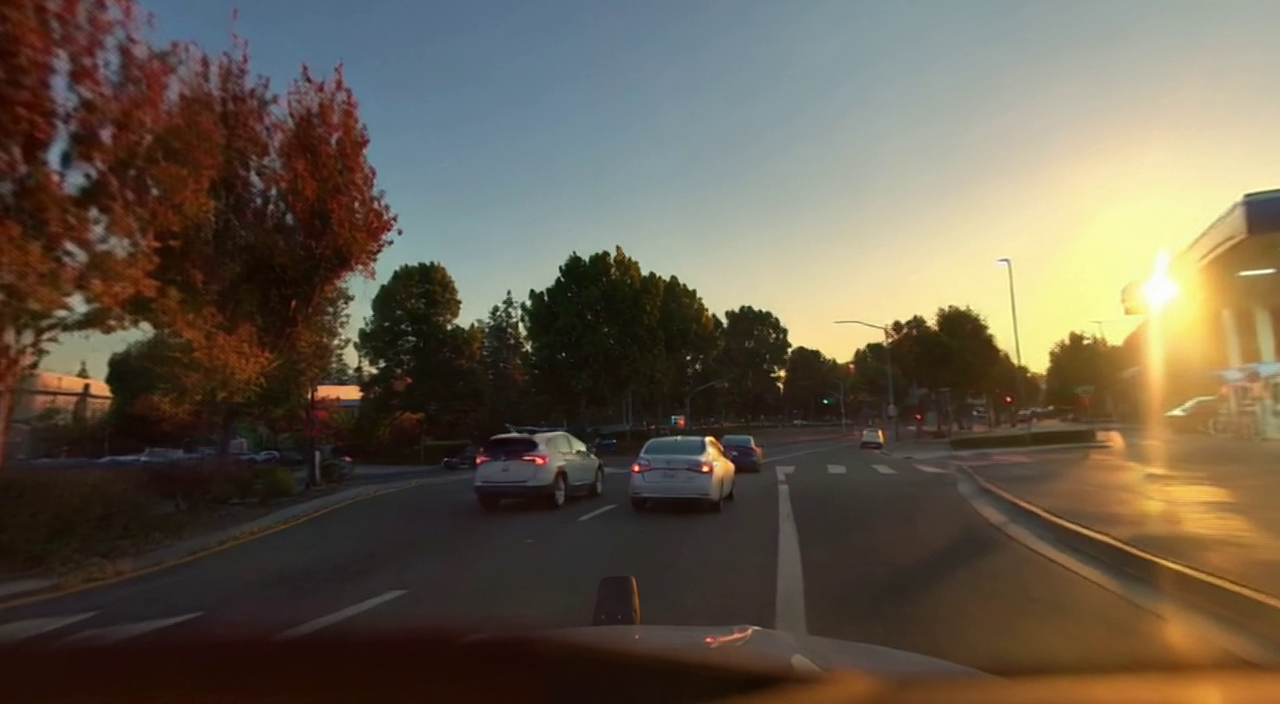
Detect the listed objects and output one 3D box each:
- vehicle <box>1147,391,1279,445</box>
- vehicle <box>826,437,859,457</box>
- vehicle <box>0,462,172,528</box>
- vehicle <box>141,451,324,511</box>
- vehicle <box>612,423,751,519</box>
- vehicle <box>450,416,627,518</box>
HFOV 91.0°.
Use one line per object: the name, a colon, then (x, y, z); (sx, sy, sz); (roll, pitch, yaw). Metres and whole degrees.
vehicle: (25.796, 3.060, 28.126); (2.322, 2.152, 5.668); (-3, -9, 11)
vehicle: (15.951, 7.493, 49.737); (1.916, 1.462, 4.487); (-2, -8, 12)
vehicle: (-16.386, 3.961, 17.970); (2.013, 1.463, 4.496); (-2, -8, 13)
vehicle: (-12.091, 3.797, 19.155); (1.863, 1.516, 4.587); (-2, -8, 13)
vehicle: (1.012, 2.287, 12.650); (2.060, 1.580, 3.980); (-2, -8, 14)
vehicle: (-1.909, 2.395, 13.654); (2.102, 1.774, 4.662); (-2, -8, 14)
